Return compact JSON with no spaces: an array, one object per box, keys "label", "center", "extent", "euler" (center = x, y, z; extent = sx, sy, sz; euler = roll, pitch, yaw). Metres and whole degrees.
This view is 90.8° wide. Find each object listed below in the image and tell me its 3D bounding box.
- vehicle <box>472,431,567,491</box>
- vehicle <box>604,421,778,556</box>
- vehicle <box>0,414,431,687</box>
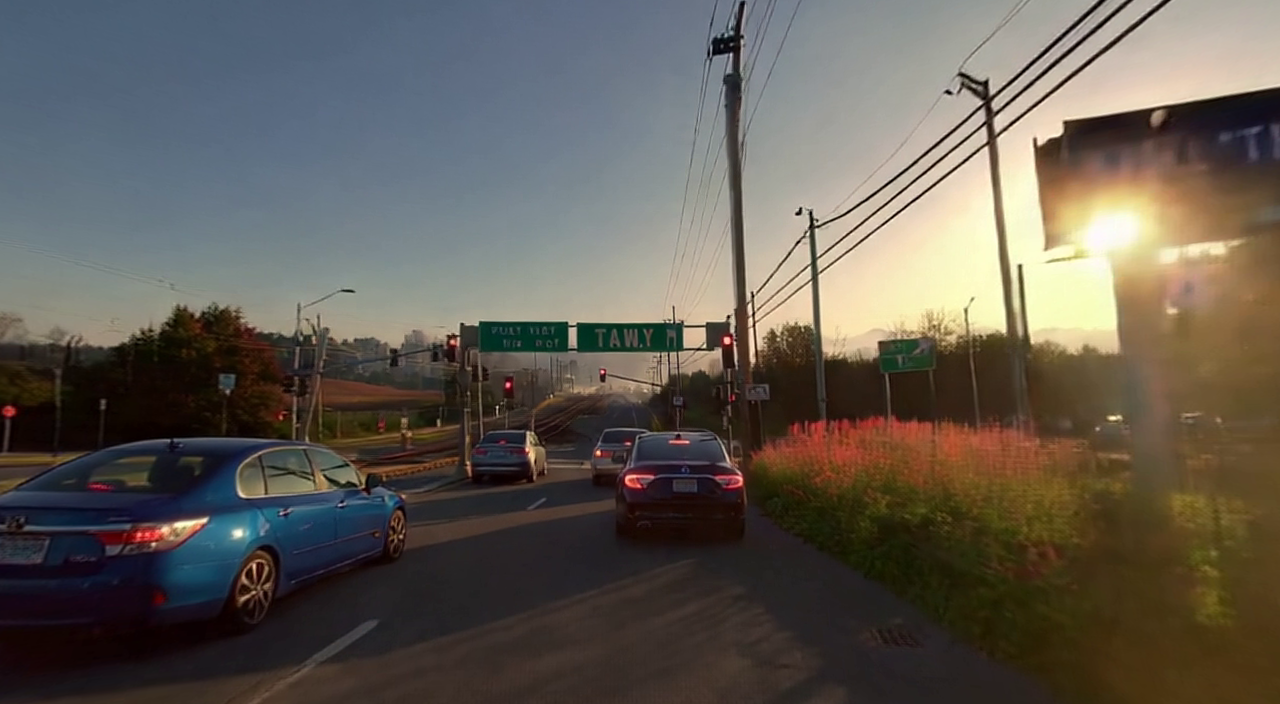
[{"label":"vehicle","center":[-3.285,3.073,18.053],"extent":[1.984,1.505,4.047],"euler":[0,-9,-1]},{"label":"vehicle","center":[0.486,1.887,9.336],"extent":[1.998,1.529,3.960],"euler":[1,-9,-3]},{"label":"vehicle","center":[-3.654,1.434,5.794],"extent":[1.956,1.468,4.585],"euler":[0,-9,-1]}]
